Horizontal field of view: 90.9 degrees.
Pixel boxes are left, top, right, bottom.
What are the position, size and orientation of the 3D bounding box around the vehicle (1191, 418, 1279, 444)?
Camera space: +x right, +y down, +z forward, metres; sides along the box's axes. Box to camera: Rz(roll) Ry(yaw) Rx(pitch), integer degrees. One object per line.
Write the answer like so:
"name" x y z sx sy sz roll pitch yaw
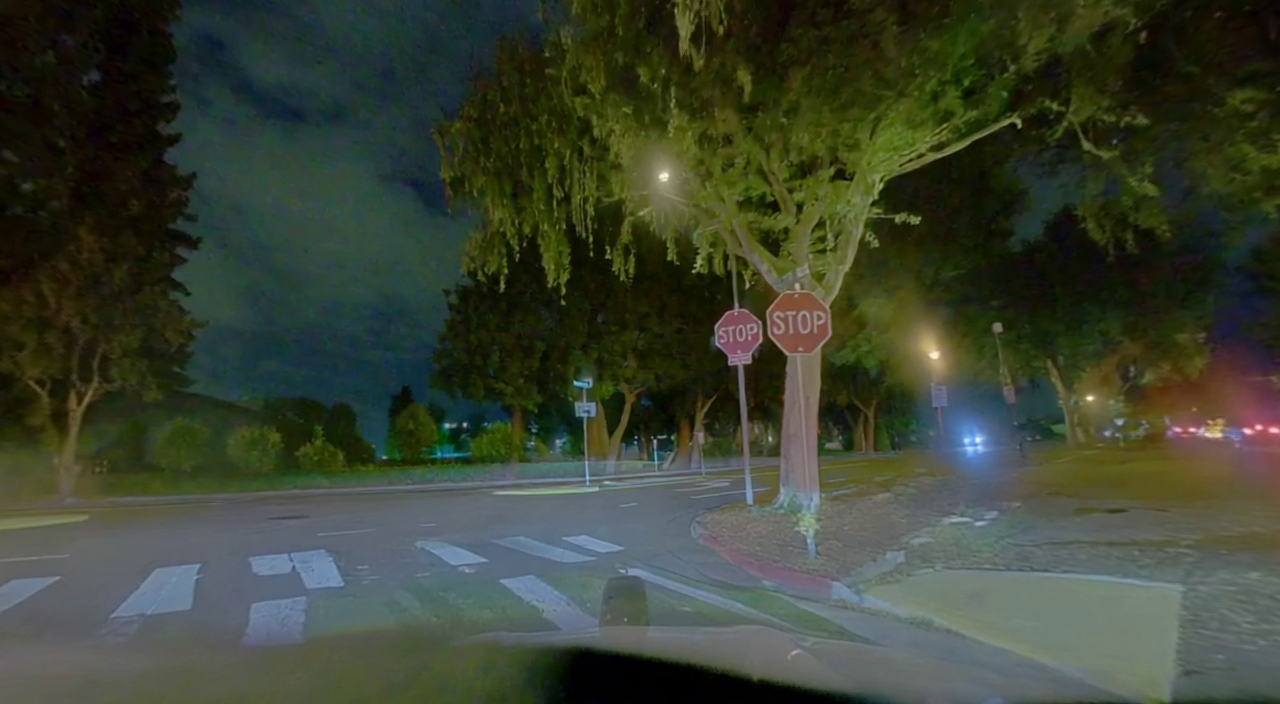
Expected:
"vehicle" 42.754 5.626 44.763 5.199 1.776 1.986 -1 -8 3
